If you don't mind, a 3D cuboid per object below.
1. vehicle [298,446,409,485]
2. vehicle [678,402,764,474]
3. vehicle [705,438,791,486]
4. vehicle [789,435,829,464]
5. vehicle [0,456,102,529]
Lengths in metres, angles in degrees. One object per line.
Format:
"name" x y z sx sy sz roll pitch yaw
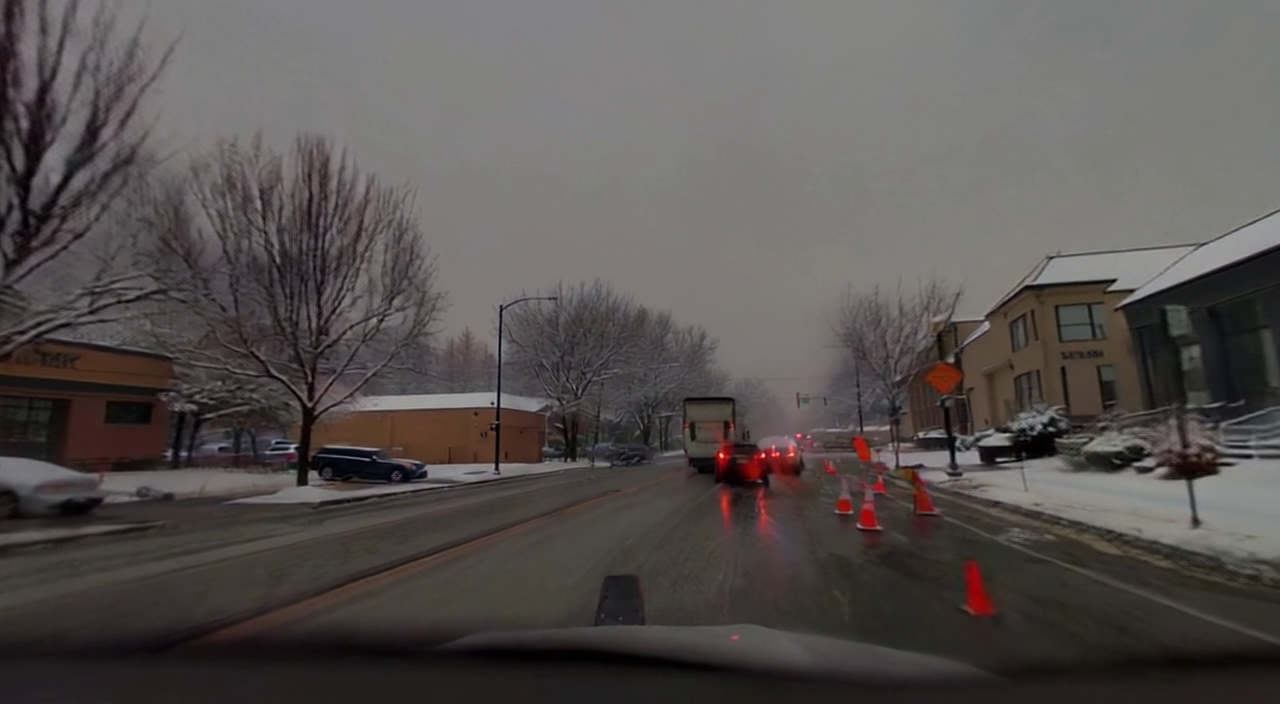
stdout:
"vehicle" -13.555 5.345 30.008 4.397 1.698 1.932 -2 -9 12
"vehicle" 4.917 4.877 35.449 2.977 3.271 12.748 -2 -9 15
"vehicle" 3.658 3.794 22.160 2.159 1.506 4.086 1 -8 -2
"vehicle" 12.081 6.919 44.956 2.110 1.942 4.376 -3 -9 22
"vehicle" -16.030 3.262 15.054 4.952 1.510 2.115 -1 -9 11
